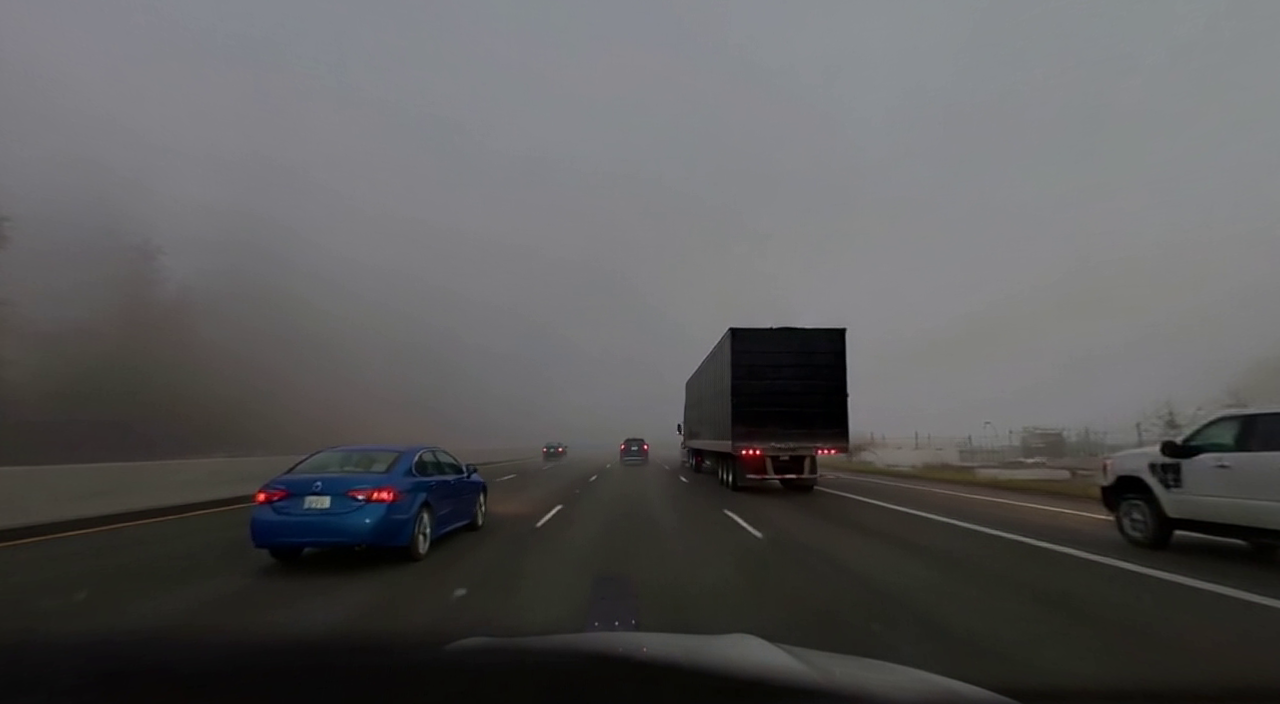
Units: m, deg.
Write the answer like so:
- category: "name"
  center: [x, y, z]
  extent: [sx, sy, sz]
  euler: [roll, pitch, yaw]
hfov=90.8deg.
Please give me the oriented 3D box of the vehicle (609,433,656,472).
- category: "vehicle"
  center: [-0.379, 5.039, 31.786]
  extent: [2.203, 1.805, 4.358]
  euler: [0, -9, -1]

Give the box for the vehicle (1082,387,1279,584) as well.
- category: "vehicle"
  center: [6.952, 1.184, 5.552]
  extent: [2.106, 1.795, 5.489]
  euler: [0, -9, 0]

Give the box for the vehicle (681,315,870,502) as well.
- category: "vehicle"
  center: [3.418, 2.344, 21.355]
  extent: [2.876, 4.086, 15.117]
  euler: [0, -9, -1]

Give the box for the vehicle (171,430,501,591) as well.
- category: "vehicle"
  center: [-3.205, 1.764, 7.932]
  extent: [1.864, 1.406, 4.544]
  euler: [0, -9, 0]
